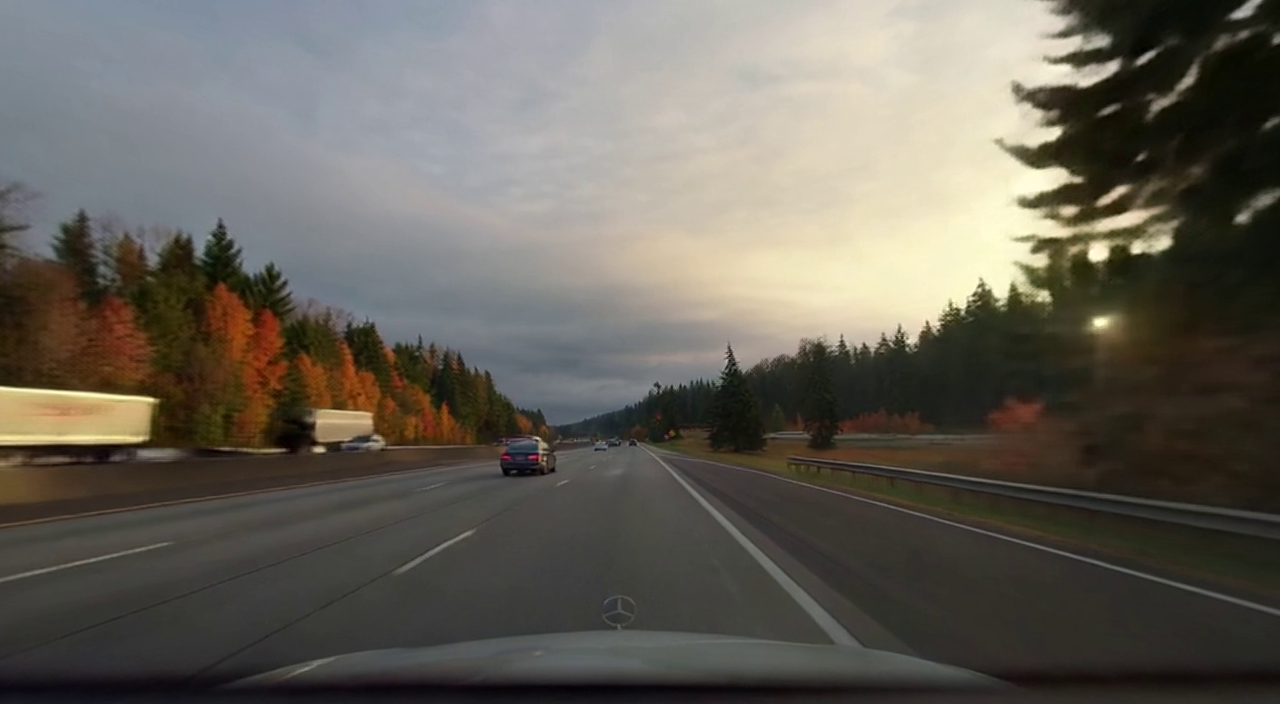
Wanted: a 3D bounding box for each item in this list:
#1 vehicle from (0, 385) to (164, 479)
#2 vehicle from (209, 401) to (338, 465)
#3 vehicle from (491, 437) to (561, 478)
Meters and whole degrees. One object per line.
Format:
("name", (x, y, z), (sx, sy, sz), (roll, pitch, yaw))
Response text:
("vehicle", (-29.127, 3.740, 29.357), (2.892, 4.037, 14.067), (0, -8, 0))
("vehicle", (-25.390, 5.742, 44.439), (3.011, 3.956, 10.117), (0, -8, 0))
("vehicle", (-4.564, 4.264, 25.801), (2.004, 1.497, 4.260), (0, -8, 1))
